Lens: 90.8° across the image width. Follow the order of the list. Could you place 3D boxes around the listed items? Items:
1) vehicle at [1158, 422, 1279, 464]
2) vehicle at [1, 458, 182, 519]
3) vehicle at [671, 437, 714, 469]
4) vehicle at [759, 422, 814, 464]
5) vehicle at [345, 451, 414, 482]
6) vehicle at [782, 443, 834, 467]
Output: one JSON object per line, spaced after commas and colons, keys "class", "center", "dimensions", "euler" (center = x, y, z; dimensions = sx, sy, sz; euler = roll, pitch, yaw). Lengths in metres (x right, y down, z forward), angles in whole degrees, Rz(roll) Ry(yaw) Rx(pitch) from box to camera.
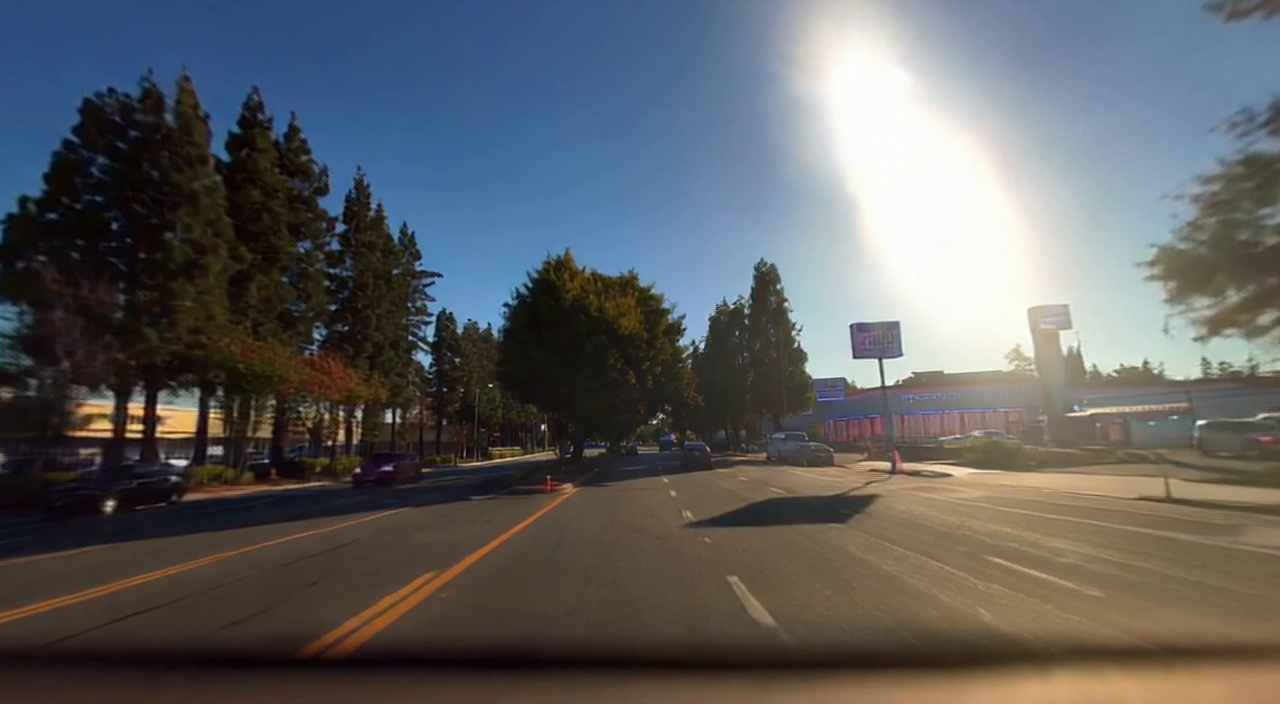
{"class": "vehicle", "center": [23.967, 3.677, 25.494], "dimensions": [1.843, 1.490, 4.282], "euler": [2, -9, -37]}
{"class": "vehicle", "center": [-17.998, 4.449, 21.121], "dimensions": [2.045, 1.727, 4.503], "euler": [0, -9, -1]}
{"class": "vehicle", "center": [2.854, 5.637, 35.307], "dimensions": [1.957, 1.643, 4.226], "euler": [0, -9, -1]}
{"class": "vehicle", "center": [10.317, 6.516, 45.015], "dimensions": [2.507, 2.745, 5.779], "euler": [0, -9, 0]}
{"class": "vehicle", "center": [-13.895, 6.113, 33.998], "dimensions": [1.875, 1.493, 4.355], "euler": [0, -9, -1]}
{"class": "vehicle", "center": [10.341, 6.361, 39.218], "dimensions": [1.857, 1.411, 4.859], "euler": [0, -9, 0]}
